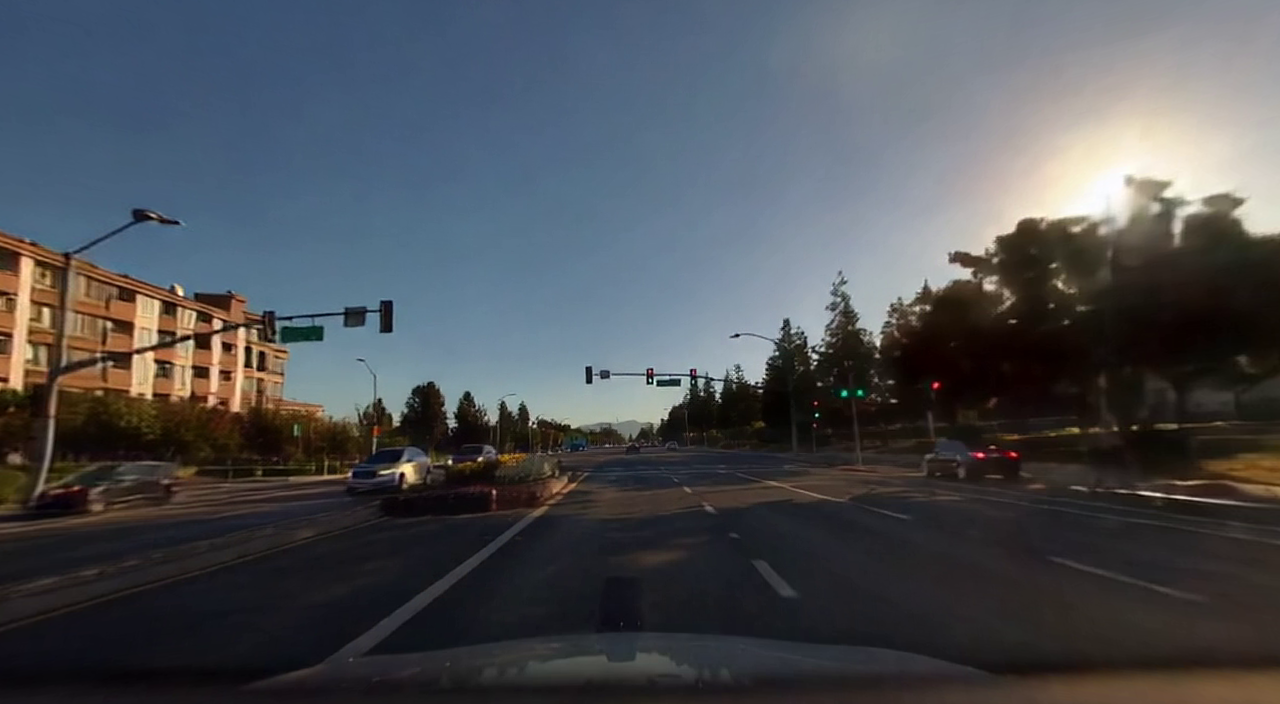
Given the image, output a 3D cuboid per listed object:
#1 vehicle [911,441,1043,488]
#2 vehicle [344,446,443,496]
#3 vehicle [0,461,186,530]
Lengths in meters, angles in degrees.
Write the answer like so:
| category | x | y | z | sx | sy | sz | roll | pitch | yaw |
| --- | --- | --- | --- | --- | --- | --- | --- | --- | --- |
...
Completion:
| category | x | y | z | sx | sy | sz | roll | pitch | yaw |
| --- | --- | --- | --- | --- | --- | --- | --- | --- | --- |
| vehicle | 11.640 | 3.895 | 22.266 | 1.955 | 1.455 | 4.727 | 0 | -9 | -1 |
| vehicle | -9.222 | 4.447 | 24.100 | 2.010 | 1.682 | 4.346 | 0 | -9 | 0 |
| vehicle | -15.670 | 4.033 | 18.312 | 1.892 | 1.631 | 4.226 | 0 | -9 | -1 |
